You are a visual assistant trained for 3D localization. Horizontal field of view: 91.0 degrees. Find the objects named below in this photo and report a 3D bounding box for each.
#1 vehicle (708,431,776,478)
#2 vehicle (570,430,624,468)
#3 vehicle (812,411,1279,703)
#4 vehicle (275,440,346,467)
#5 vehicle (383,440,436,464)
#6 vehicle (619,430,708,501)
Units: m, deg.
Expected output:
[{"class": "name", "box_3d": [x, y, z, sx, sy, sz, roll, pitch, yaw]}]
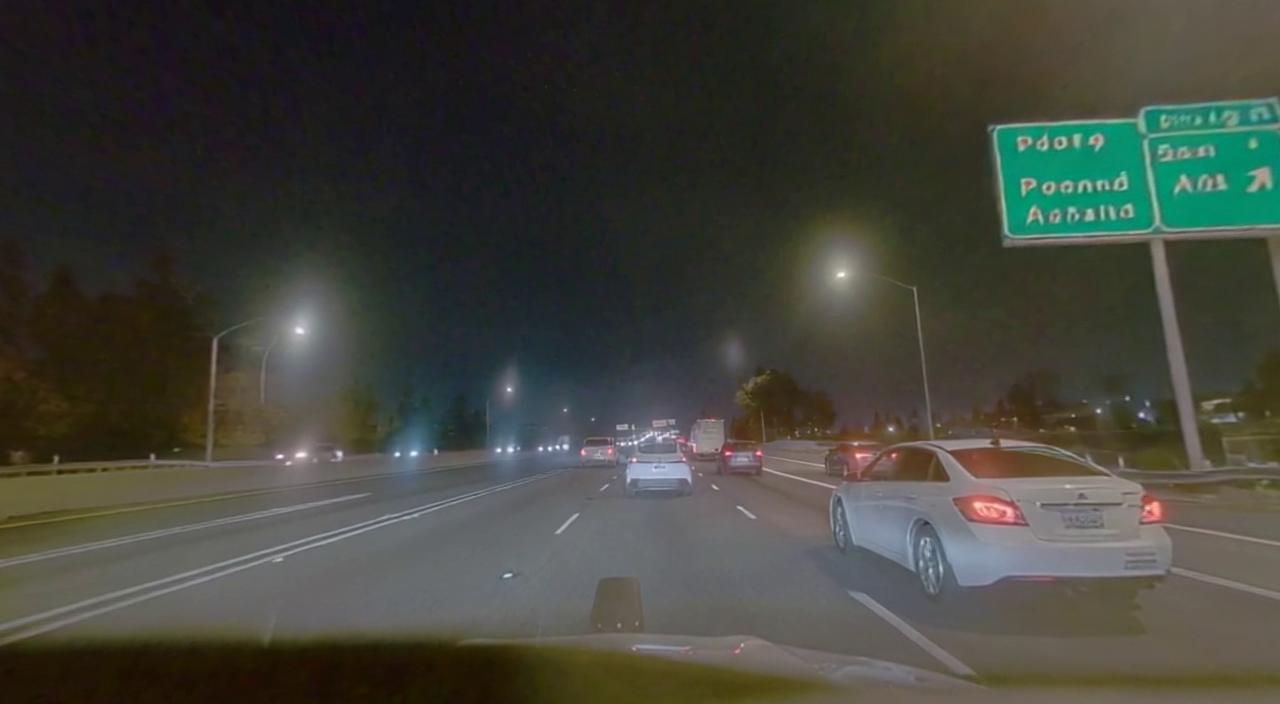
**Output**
[{"class": "vehicle", "box_3d": [3.942, 4.061, 24.996, 2.076, 1.684, 4.241, 0, -9, 1]}, {"class": "vehicle", "box_3d": [-2.334, 5.493, 35.617, 2.434, 1.965, 5.305, 0, -9, 3]}, {"class": "vehicle", "box_3d": [3.154, 1.400, 5.487, 2.009, 1.489, 4.559, 0, -9, 0]}, {"class": "vehicle", "box_3d": [-21.816, 6.752, 41.914, 2.009, 1.685, 4.453, -1, -9, 4]}, {"class": "vehicle", "box_3d": [-17.229, 7.510, 47.302, 1.925, 1.677, 4.495, -1, -9, 5]}, {"class": "vehicle", "box_3d": [0.611, 2.929, 16.557, 2.074, 1.614, 3.803, 0, -9, 2]}]
